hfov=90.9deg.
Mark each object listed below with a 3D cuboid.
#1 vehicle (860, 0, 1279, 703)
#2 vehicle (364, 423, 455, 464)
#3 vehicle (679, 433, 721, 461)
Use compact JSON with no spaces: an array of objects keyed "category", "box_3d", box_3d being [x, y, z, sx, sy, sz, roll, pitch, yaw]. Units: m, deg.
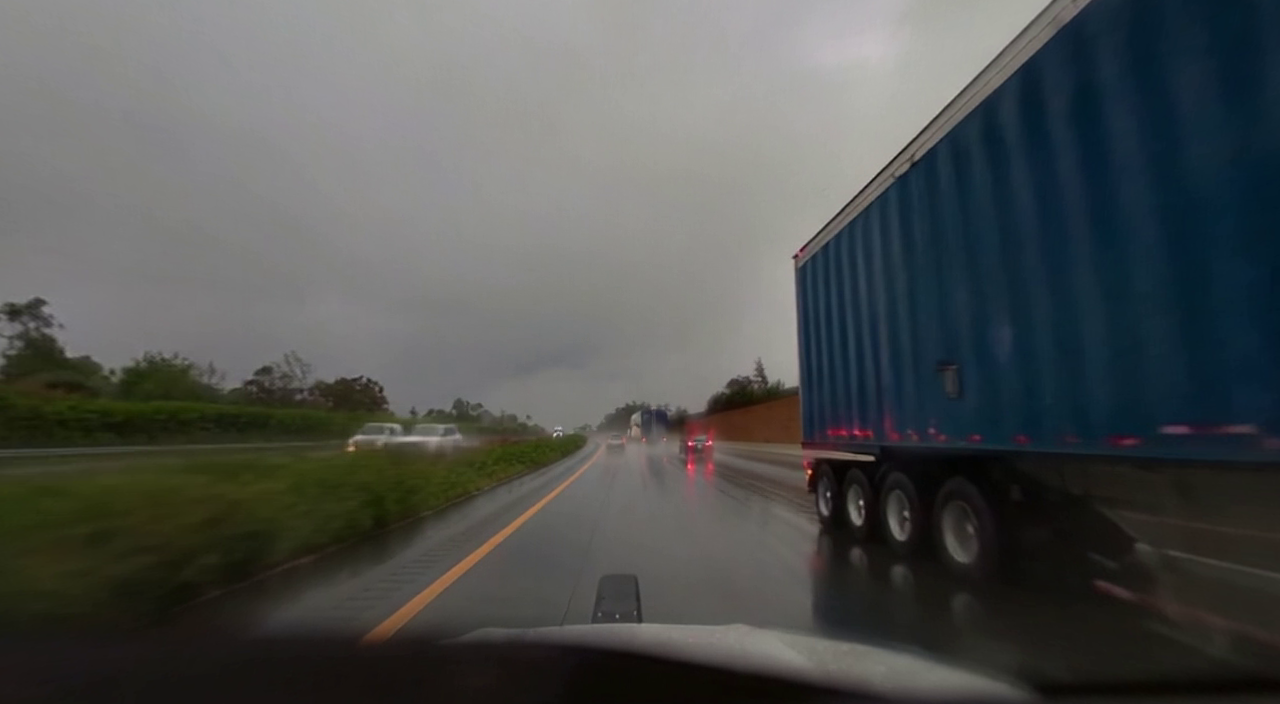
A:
[{"category":"vehicle","box_3d":[4.348,-0.653,0.661,2.965,4.033,14.299,0,-7,-1]},{"category":"vehicle","box_3d":[-8.926,3.578,24.835,1.989,1.462,4.329,0,-7,-1]},{"category":"vehicle","box_3d":[3.339,5.356,35.865,1.813,1.454,4.197,0,-7,-3]}]
